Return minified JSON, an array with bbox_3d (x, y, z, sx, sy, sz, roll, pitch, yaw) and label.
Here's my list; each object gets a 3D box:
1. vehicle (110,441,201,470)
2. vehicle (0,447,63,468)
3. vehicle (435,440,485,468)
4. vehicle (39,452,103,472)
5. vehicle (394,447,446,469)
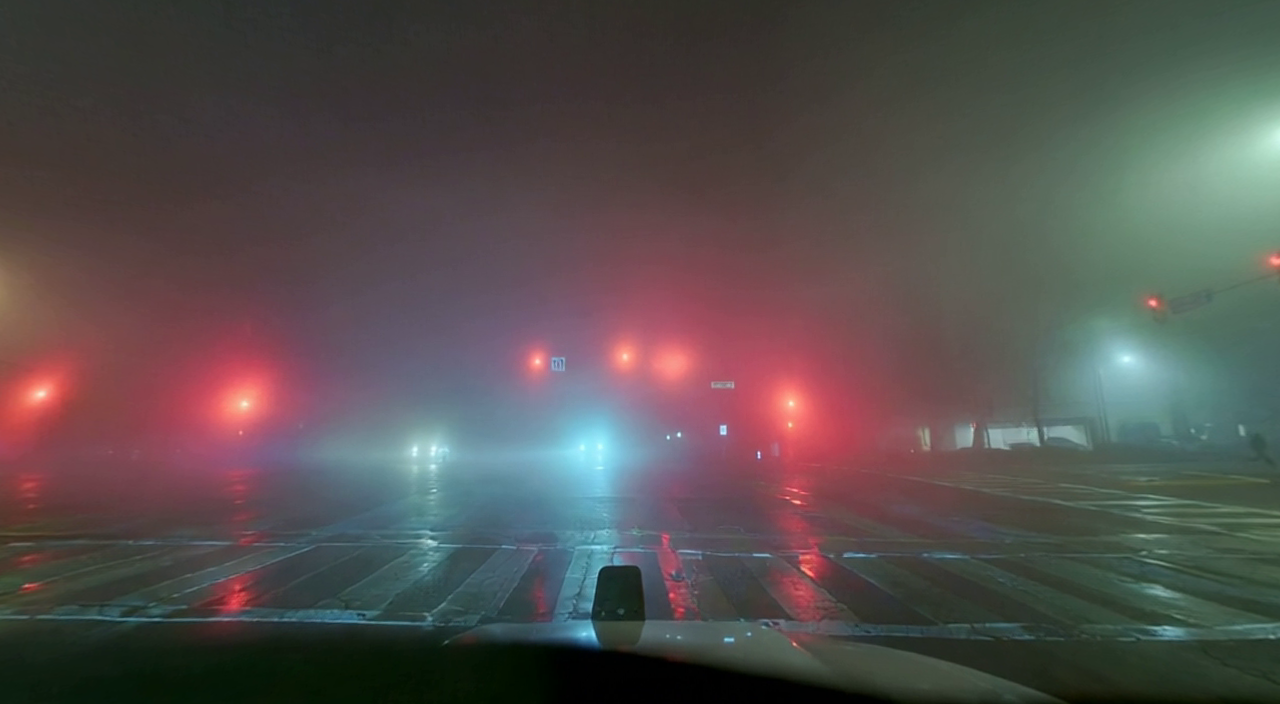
[{"bbox_3d":[-34.910,7.418,45.738,2.204,1.955,5.518,0,-8,0],"label":"vehicle"},{"bbox_3d":[-45.264,7.759,46.603,1.858,1.467,3.624,0,-8,0],"label":"vehicle"},{"bbox_3d":[-11.959,6.799,42.326,2.080,1.763,4.341,0,-8,0],"label":"vehicle"},{"bbox_3d":[-41.594,8.020,46.272,1.552,1.339,3.340,-2,-9,-1],"label":"vehicle"},{"bbox_3d":[-15.507,7.450,44.808,2.056,1.450,4.343,0,-8,0],"label":"vehicle"}]
